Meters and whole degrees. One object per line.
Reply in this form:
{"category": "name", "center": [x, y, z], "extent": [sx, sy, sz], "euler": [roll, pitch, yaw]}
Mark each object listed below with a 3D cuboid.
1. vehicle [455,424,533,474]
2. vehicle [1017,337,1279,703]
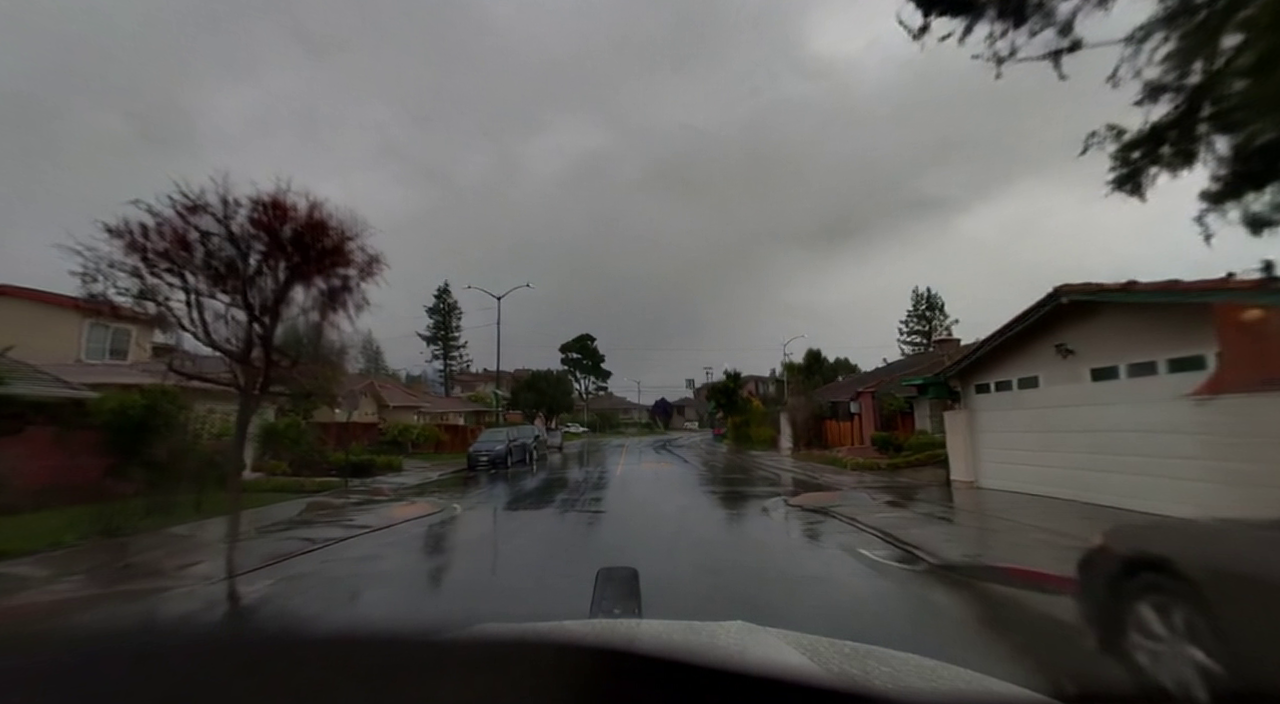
{"category": "vehicle", "center": [-5.663, 3.800, 25.024], "extent": [2.147, 1.780, 4.165], "euler": [0, -8, -1]}
{"category": "vehicle", "center": [3.302, 0.642, 1.270], "extent": [2.073, 1.619, 4.574], "euler": [0, -8, -3]}
